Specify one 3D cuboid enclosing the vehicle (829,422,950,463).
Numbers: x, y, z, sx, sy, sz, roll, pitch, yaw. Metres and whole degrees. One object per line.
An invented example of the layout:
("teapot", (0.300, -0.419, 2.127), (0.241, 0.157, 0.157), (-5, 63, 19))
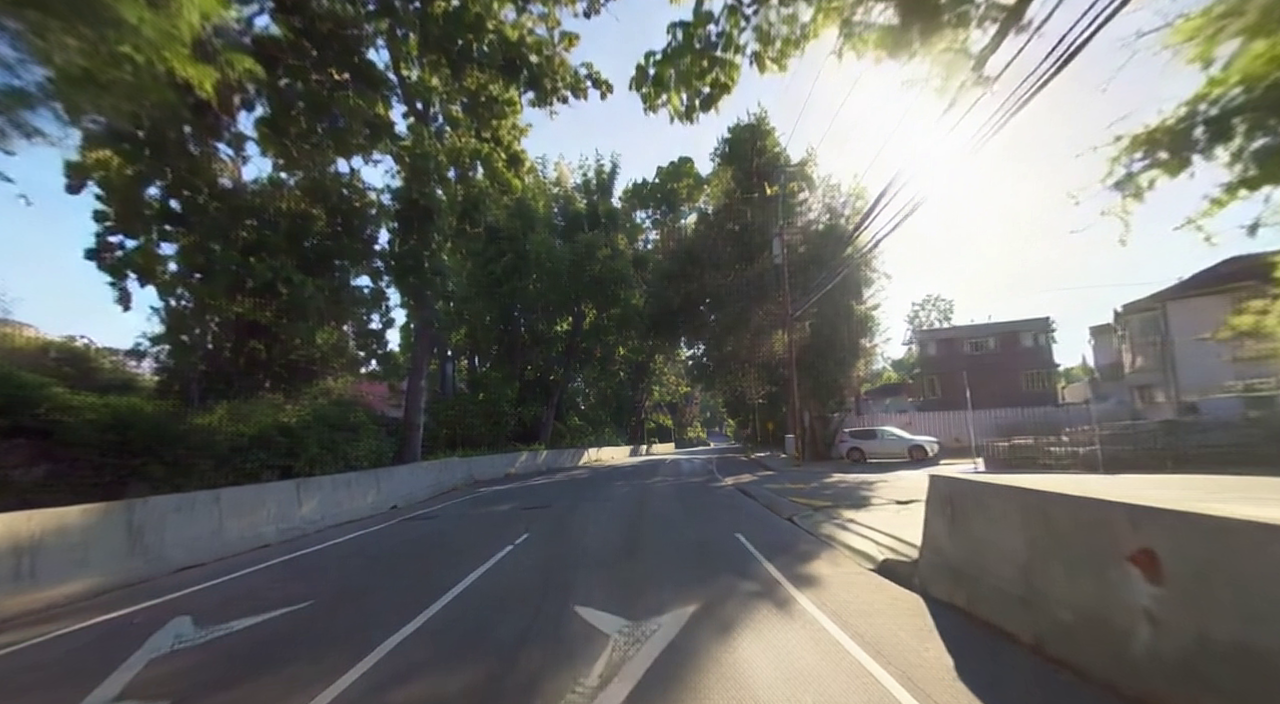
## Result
("vehicle", (11.002, 4.042, 28.119), (4.614, 1.764, 1.860), (-1, -8, 6))
